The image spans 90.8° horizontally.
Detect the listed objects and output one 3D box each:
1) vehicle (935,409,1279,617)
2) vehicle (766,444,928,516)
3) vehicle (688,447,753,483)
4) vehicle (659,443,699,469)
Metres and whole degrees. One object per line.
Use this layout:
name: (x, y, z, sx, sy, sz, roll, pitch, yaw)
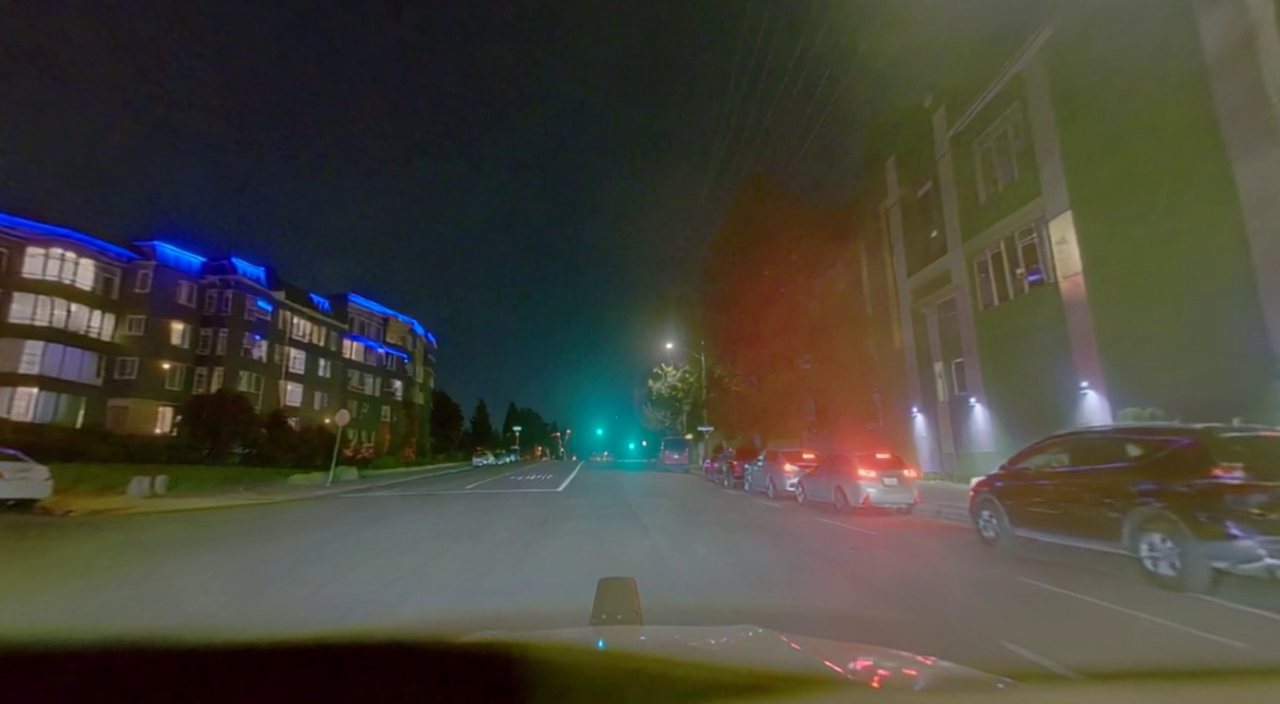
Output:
vehicle: (5.960, 1.690, 7.667, 1.917, 1.704, 4.840, 1, -9, -7)
vehicle: (5.081, 3.197, 16.432, 2.122, 1.554, 4.777, 1, -9, -7)
vehicle: (3.560, 5.087, 28.768, 1.901, 1.495, 4.340, 1, -8, -6)
vehicle: (2.710, 7.334, 44.739, 2.386, 1.752, 4.376, 0, -8, -2)
